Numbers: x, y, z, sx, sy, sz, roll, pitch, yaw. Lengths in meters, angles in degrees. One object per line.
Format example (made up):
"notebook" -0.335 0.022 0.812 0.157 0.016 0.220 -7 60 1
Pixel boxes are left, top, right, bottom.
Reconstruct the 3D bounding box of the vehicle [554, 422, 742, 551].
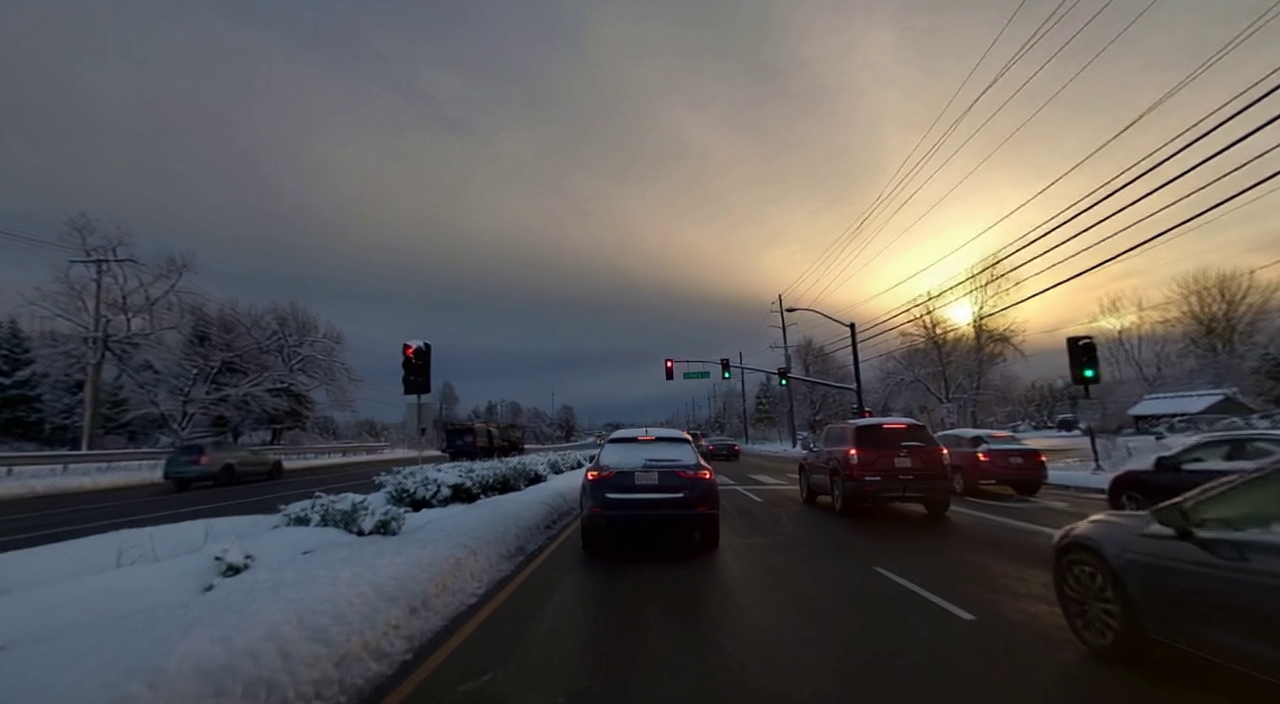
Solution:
"vehicle" 0.113 1.921 9.693 2.208 1.498 4.401 0 -8 1

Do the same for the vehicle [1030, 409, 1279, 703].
"vehicle" 3.517 0.849 1.754 2.028 1.454 4.531 0 -8 1

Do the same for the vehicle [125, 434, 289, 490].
"vehicle" -17.128 4.374 25.456 2.262 1.967 5.814 -1 -8 3

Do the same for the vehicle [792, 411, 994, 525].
"vehicle" 4.476 2.135 12.056 2.140 1.753 4.256 0 -8 1
